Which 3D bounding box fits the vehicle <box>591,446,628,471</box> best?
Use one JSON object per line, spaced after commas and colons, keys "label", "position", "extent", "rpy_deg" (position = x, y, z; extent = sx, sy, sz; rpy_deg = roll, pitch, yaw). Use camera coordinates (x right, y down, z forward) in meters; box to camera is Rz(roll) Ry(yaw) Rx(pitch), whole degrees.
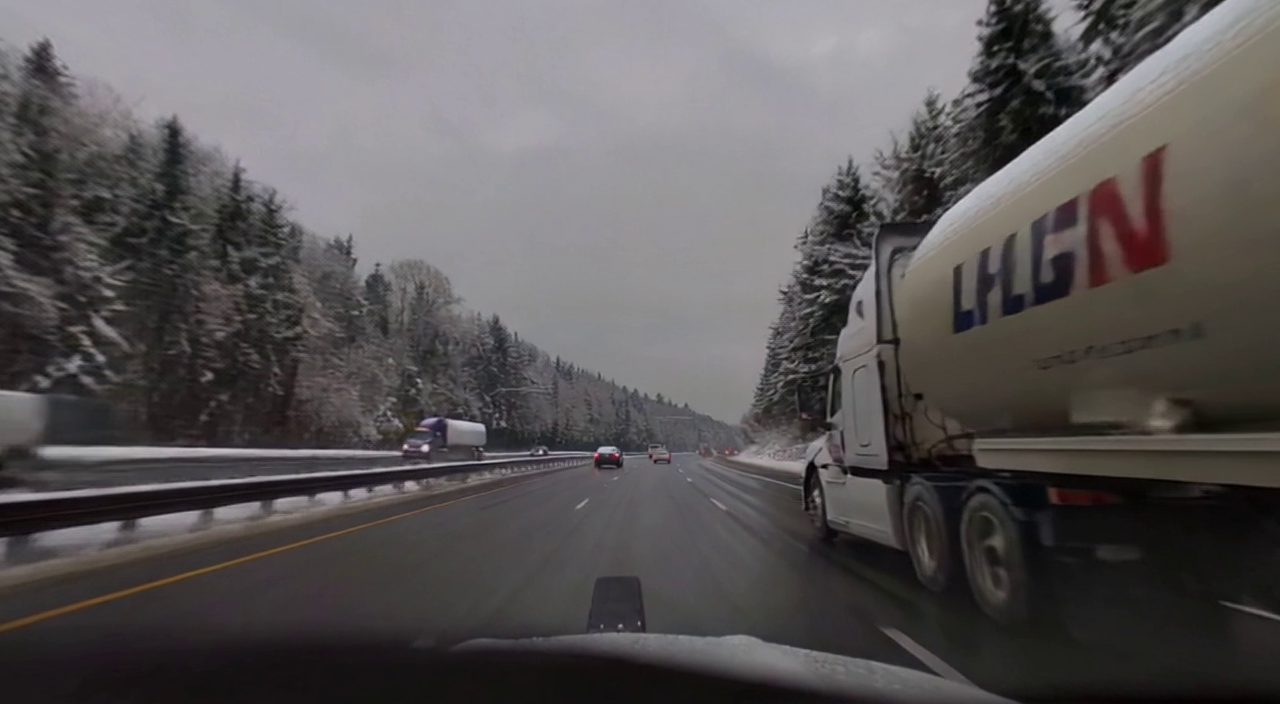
{"label": "vehicle", "position": [-2.109, 7.647, 45.351], "extent": [2.205, 1.728, 4.397], "rpy_deg": [-1, -9, 3]}

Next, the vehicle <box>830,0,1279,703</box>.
{"label": "vehicle", "position": [4.058, -0.496, 0.992], "extent": [3.057, 3.993, 13.914], "rpy_deg": [0, -9, -1]}
